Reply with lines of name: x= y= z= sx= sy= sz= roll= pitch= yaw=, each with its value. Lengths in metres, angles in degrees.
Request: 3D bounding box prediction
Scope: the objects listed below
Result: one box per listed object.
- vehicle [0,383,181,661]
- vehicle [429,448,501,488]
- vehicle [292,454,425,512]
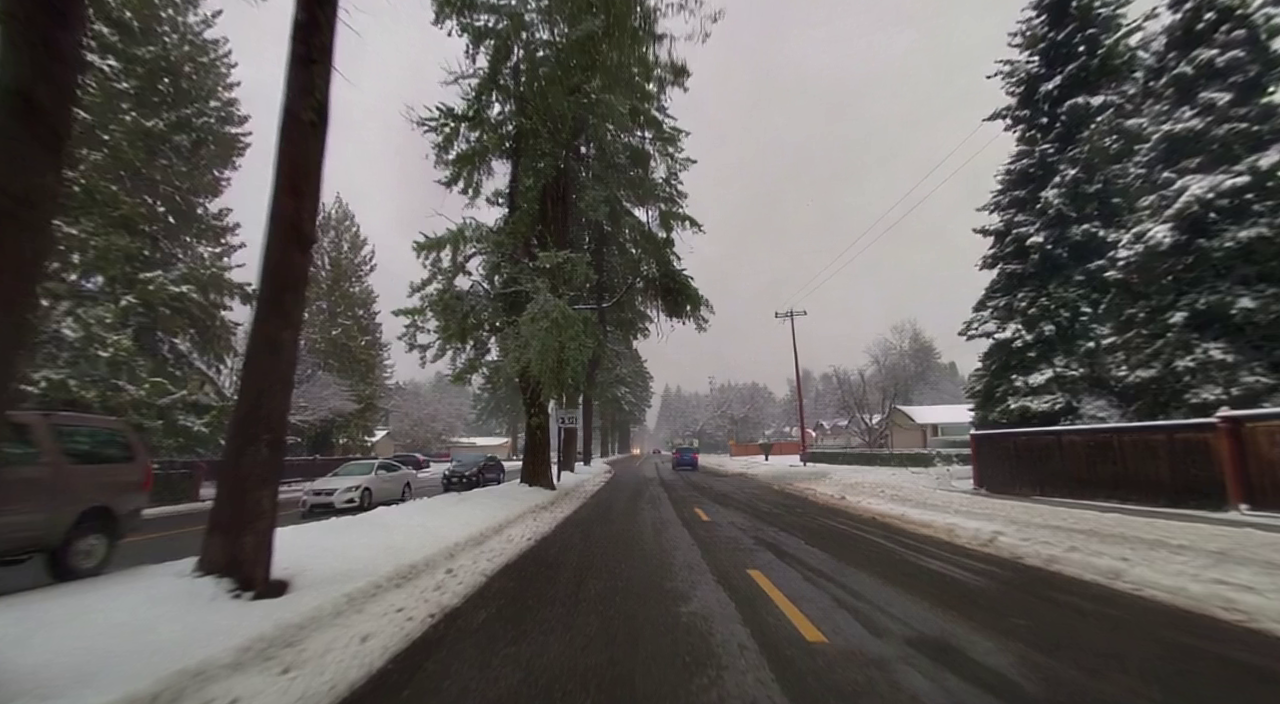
vehicle: x=-5.274 y=1.001 z=3.359 sx=2.084 sy=1.816 sz=4.672 roll=0 pitch=-9 yaw=0
vehicle: x=-8.269 y=5.496 z=30.283 sx=2.054 sy=1.746 sz=4.507 roll=0 pitch=-9 yaw=1
vehicle: x=-8.316 y=3.875 z=19.181 sx=1.939 sy=1.469 sz=4.465 roll=0 pitch=-9 yaw=1
